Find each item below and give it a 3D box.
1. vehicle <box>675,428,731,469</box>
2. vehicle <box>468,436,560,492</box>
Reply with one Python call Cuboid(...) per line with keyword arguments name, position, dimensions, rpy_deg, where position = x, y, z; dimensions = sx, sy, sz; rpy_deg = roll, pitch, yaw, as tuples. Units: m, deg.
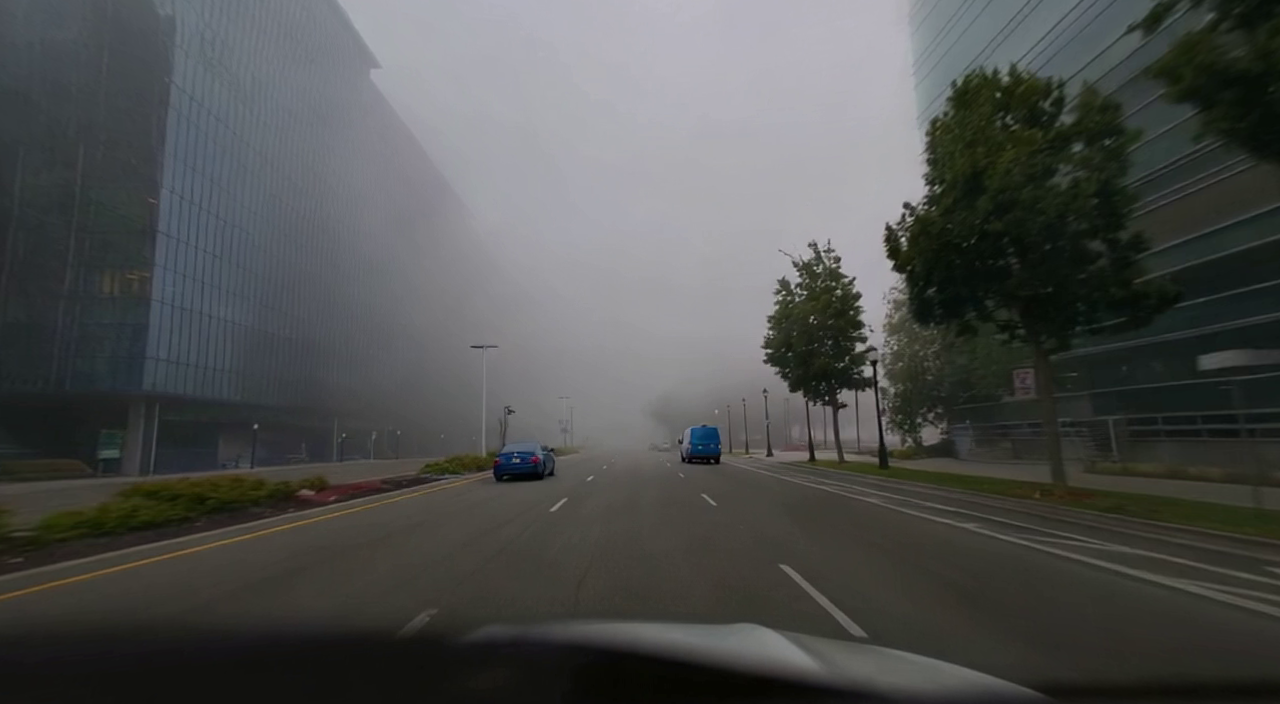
Cuboid(name="vehicle", position=(3.125, 4.915, 32.283), dimensions=(2.200, 1.914, 5.145), rpy_deg=(0, -8, -2))
Cuboid(name="vehicle", position=(-3.640, 3.306, 18.967), dimensions=(1.864, 1.464, 4.195), rpy_deg=(0, -8, 0))
